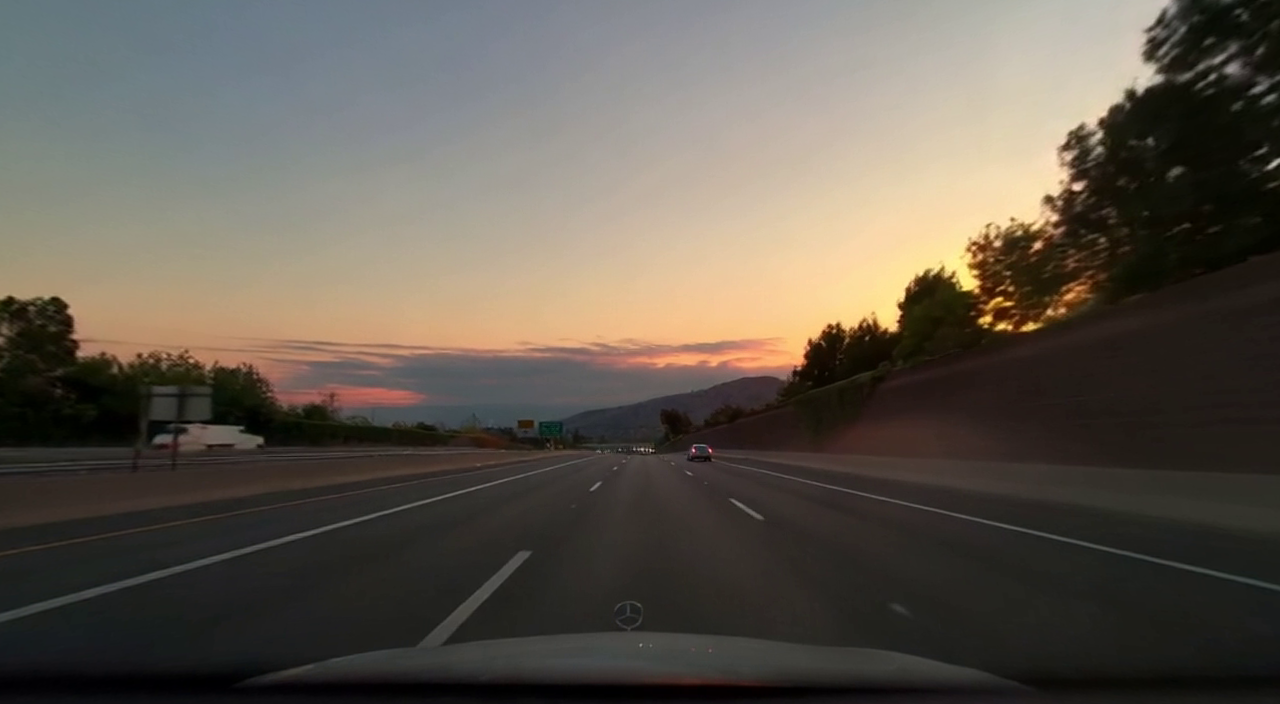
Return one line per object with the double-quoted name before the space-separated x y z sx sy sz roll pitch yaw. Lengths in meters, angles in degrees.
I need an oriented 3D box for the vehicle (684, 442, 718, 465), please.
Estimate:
"vehicle" 4.232 7.110 44.479 2.003 1.520 4.058 0 -8 0
